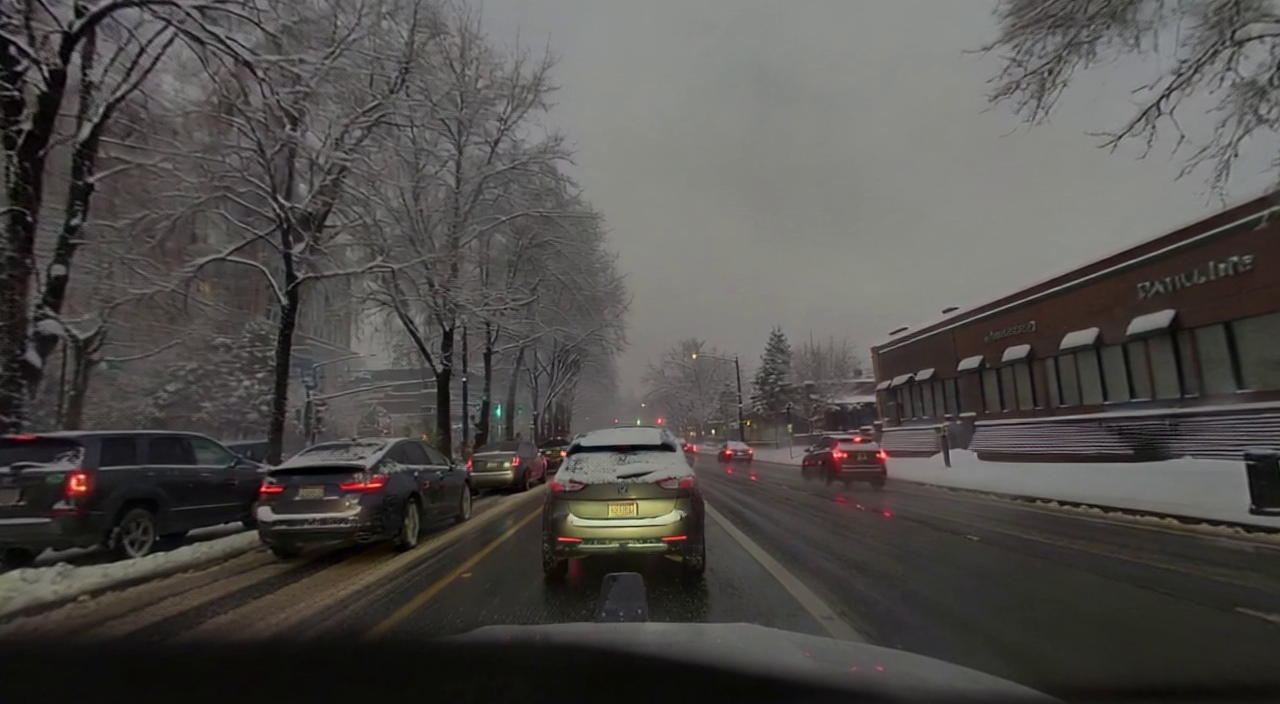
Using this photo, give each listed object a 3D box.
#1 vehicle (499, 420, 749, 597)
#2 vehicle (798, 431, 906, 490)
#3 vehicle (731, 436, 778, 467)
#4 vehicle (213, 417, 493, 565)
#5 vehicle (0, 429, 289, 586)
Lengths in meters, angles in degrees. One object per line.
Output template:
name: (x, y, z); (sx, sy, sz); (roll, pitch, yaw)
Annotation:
vehicle: (-0.170, 1.673, 7.633); (2.161, 1.501, 4.184); (0, -9, -1)
vehicle: (6.409, 3.323, 19.612); (1.895, 1.633, 4.030); (0, -9, -1)
vehicle: (6.617, 5.804, 36.799); (1.889, 1.681, 4.120); (0, -9, -1)
vehicle: (-3.719, 1.876, 9.283); (2.009, 1.619, 4.376); (0, -9, 1)
vehicle: (-6.934, 1.853, 8.439); (1.860, 1.491, 4.586); (0, -9, 0)
